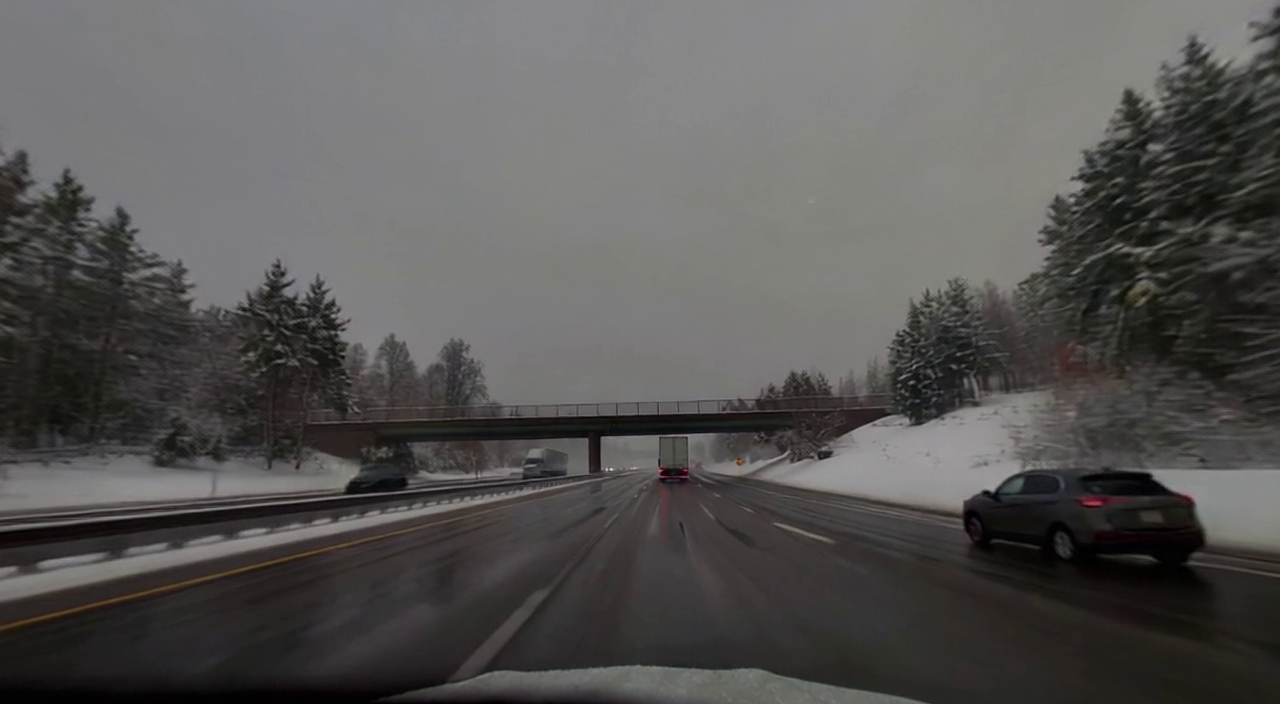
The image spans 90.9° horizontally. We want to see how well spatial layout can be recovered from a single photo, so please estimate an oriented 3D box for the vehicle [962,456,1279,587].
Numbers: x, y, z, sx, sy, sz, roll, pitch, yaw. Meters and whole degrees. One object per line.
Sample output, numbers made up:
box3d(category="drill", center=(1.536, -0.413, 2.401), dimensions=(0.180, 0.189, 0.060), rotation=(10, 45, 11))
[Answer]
box3d(category="vehicle", center=(7.030, 2.358, 9.407), dimensions=(1.949, 1.468, 4.145), rotation=(2, -11, -6))
